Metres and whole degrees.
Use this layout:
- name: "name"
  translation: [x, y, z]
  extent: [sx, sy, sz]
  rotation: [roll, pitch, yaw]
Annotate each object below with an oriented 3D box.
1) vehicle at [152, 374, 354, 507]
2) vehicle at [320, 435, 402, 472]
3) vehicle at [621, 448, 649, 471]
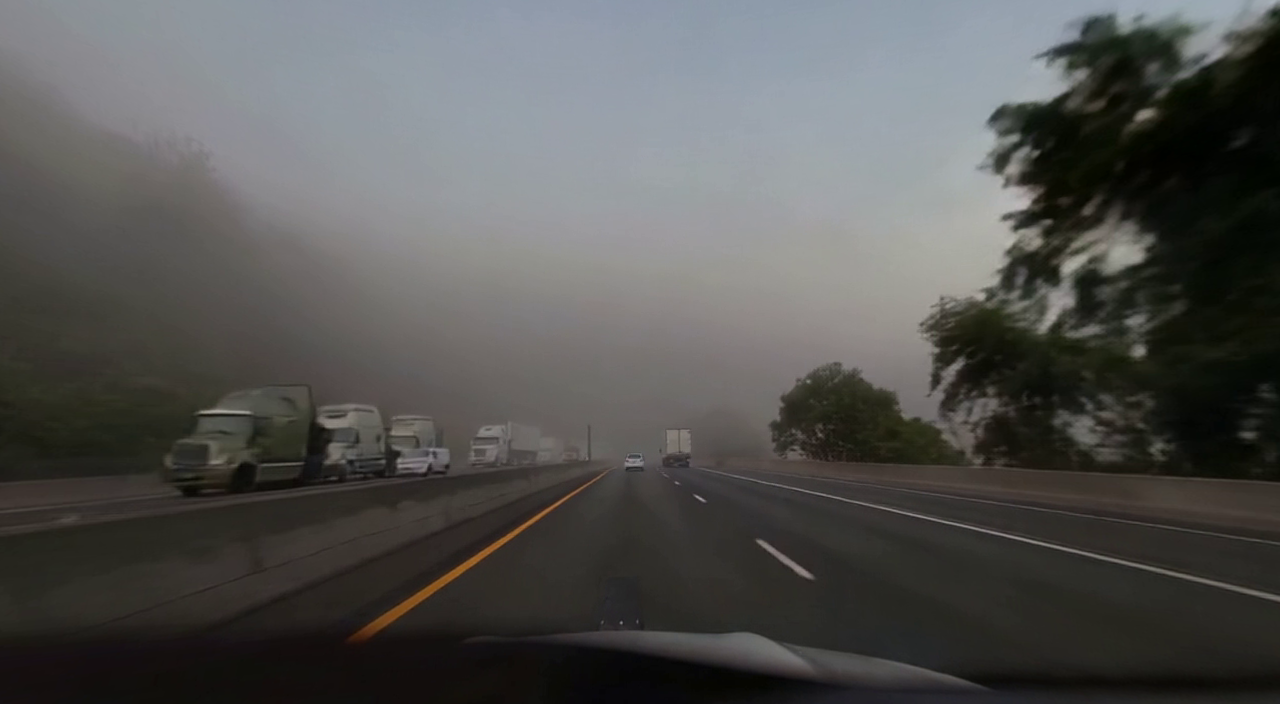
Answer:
- name: "vehicle"
  translation: [-12.752, 3.048, 21.627]
  extent: [2.948, 3.877, 6.066]
  rotation: [0, -9, -1]
- name: "vehicle"
  translation: [-12.684, 4.652, 28.971]
  extent: [2.082, 1.570, 3.684]
  rotation: [0, -9, 0]
- name: "vehicle"
  translation: [-0.410, 8.456, 49.886]
  extent: [2.137, 1.689, 4.051]
  rotation: [0, -9, -1]
